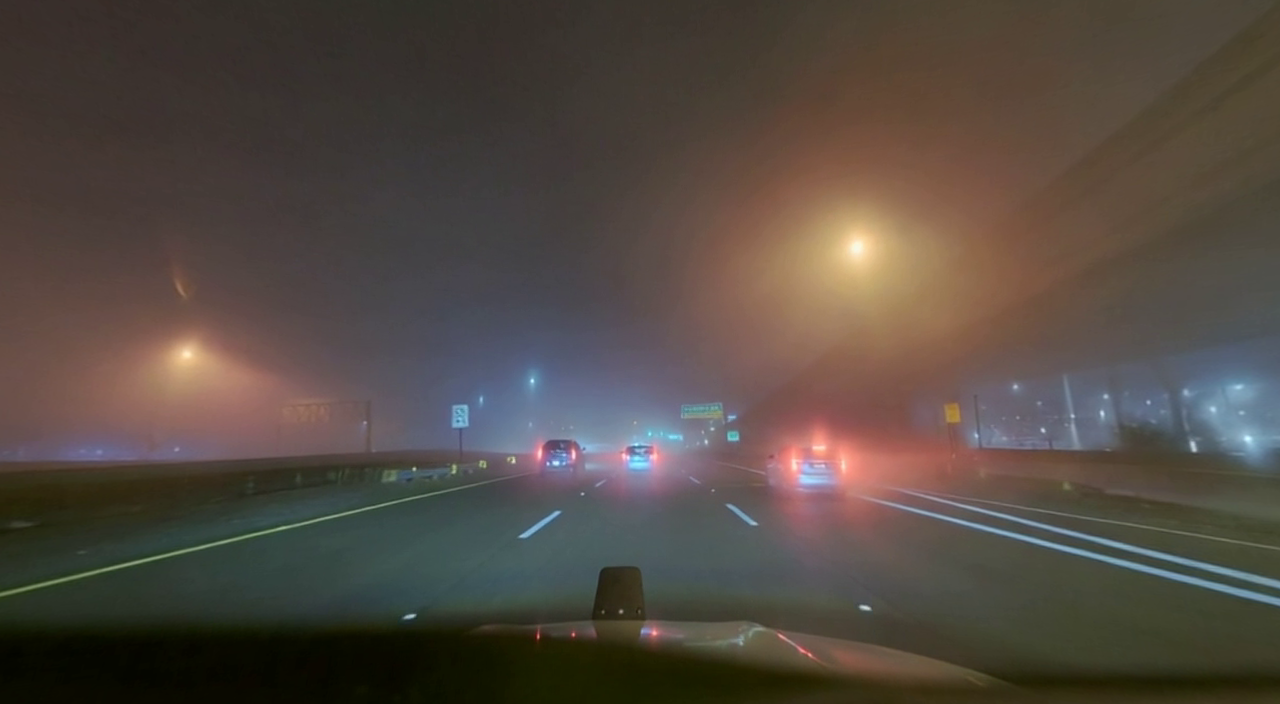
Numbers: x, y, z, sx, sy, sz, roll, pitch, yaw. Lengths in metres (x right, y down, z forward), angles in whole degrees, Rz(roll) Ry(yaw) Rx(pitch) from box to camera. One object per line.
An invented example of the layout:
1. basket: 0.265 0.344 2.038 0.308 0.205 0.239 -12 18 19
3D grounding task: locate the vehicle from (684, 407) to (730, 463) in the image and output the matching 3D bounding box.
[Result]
1. vehicle: 5.070 6.511 48.914 3.057 3.993 6.983 0 -8 2

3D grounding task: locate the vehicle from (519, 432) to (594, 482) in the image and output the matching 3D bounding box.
1. vehicle: -3.272 4.245 25.695 2.142 1.819 4.648 0 -8 3

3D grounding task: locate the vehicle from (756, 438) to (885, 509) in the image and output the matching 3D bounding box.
1. vehicle: 4.195 2.870 15.348 1.974 1.490 3.994 0 -8 0

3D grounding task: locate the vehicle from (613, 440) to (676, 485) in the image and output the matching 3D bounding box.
1. vehicle: 0.199 3.976 22.969 2.089 1.493 3.964 0 -8 1
